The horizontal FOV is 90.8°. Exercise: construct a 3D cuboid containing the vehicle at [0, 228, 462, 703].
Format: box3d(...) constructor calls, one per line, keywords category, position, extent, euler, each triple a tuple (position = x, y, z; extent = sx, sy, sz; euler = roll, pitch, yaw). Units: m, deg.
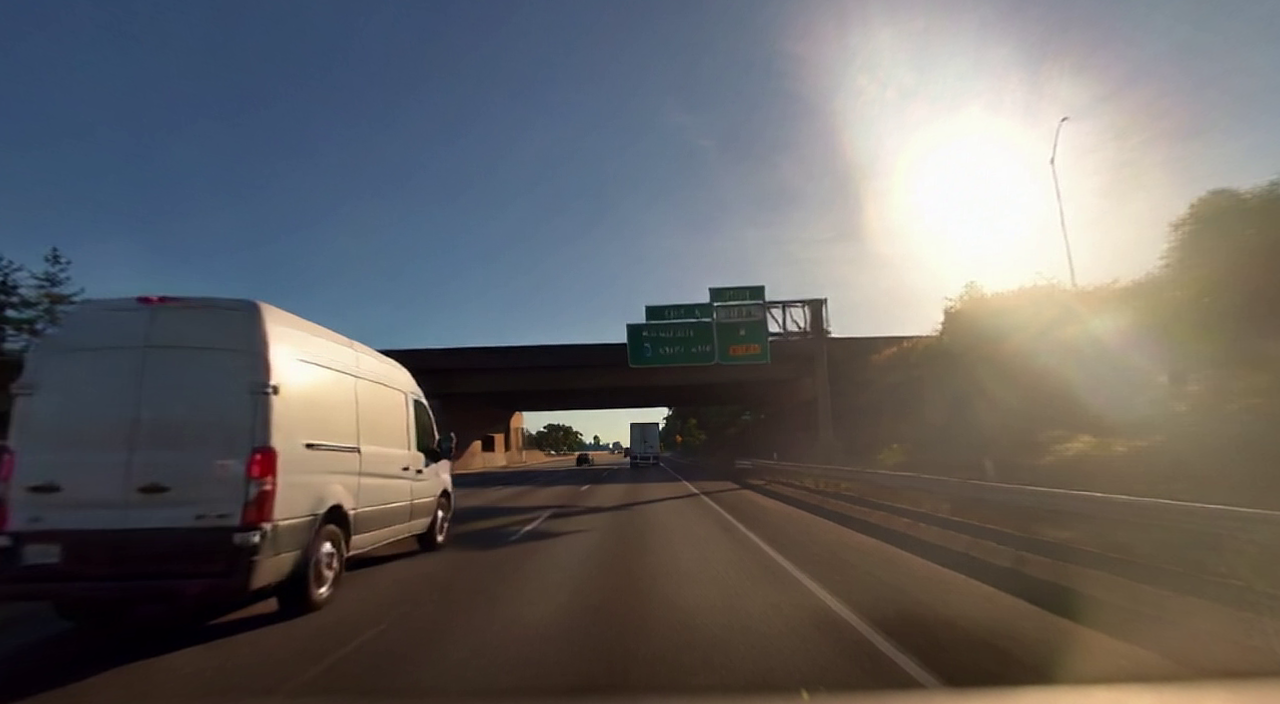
box3d(category="vehicle", position=(-3.911, 1.078, 6.339), extent=(2.504, 2.694, 5.934), euler=(0, -9, 0))
